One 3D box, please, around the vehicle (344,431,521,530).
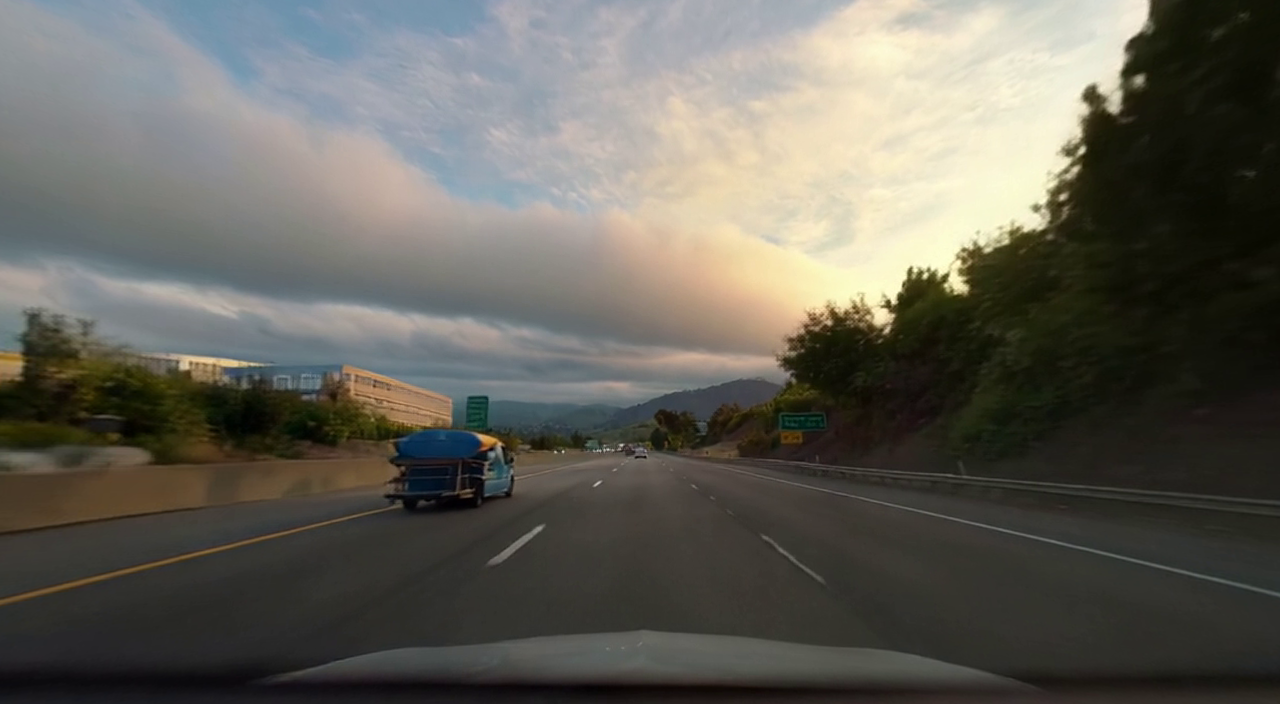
[{"bbox_3d":[-3.664,2.345,12.013,1.965,1.556,3.971,0,-9,1],"label":"vehicle"}]
